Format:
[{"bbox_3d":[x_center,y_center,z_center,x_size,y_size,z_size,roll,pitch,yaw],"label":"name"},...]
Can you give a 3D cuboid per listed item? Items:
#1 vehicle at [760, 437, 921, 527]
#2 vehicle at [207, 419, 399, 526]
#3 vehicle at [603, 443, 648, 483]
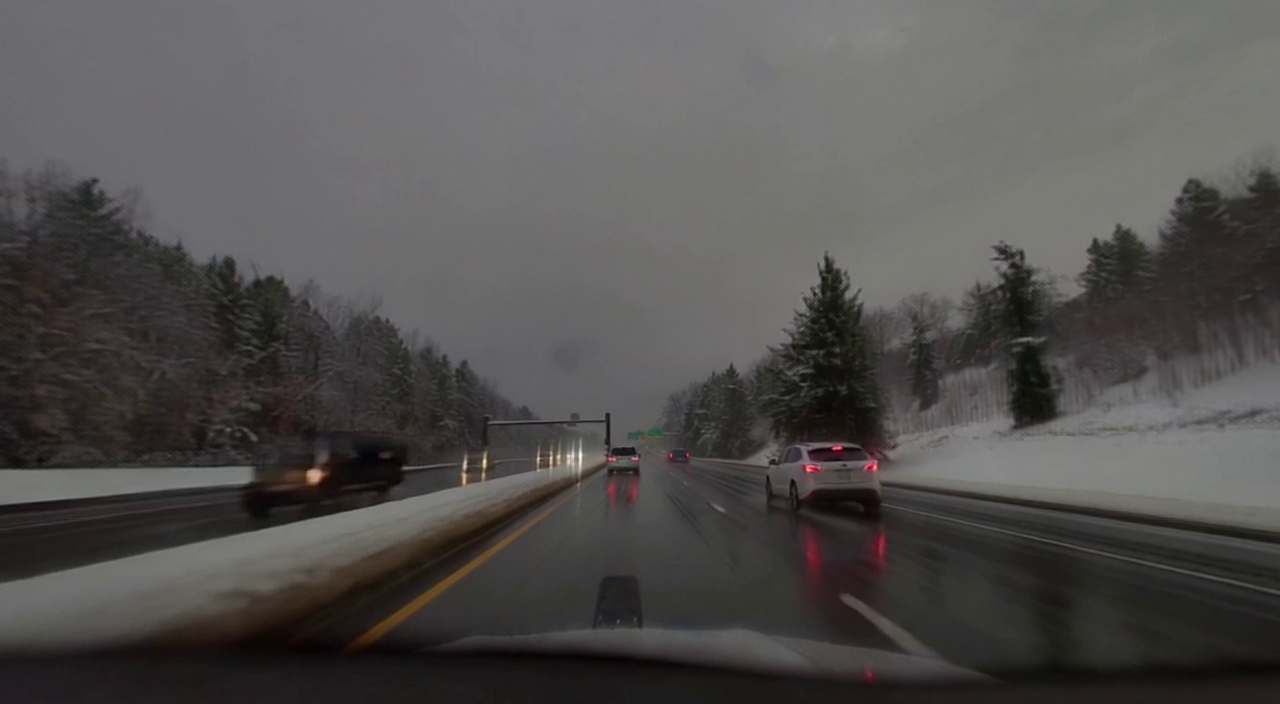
[{"bbox_3d":[3.877,2.570,12.999,1.843,1.505,4.339,0,-9,-1],"label":"vehicle"},{"bbox_3d":[-9.562,3.465,18.647,2.447,2.609,5.829,-1,-9,0],"label":"vehicle"},{"bbox_3d":[-0.621,5.087,29.025,1.937,1.699,3.936,-1,-9,0],"label":"vehicle"}]
